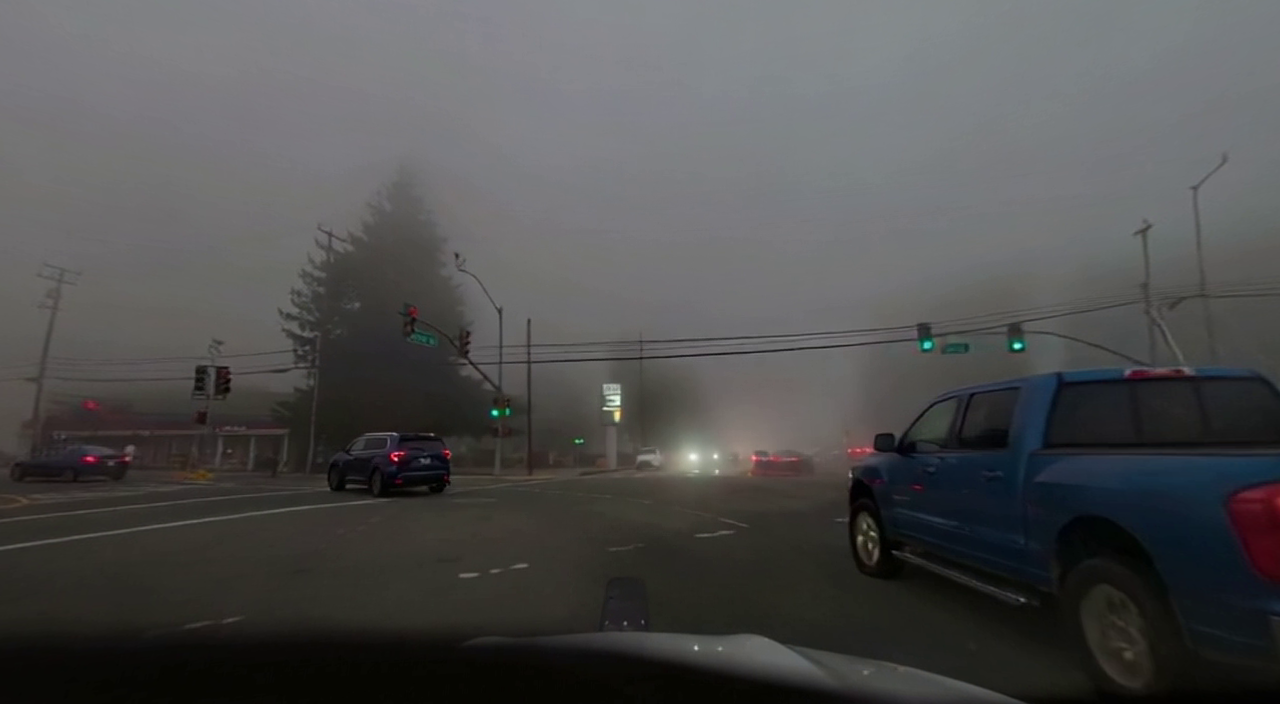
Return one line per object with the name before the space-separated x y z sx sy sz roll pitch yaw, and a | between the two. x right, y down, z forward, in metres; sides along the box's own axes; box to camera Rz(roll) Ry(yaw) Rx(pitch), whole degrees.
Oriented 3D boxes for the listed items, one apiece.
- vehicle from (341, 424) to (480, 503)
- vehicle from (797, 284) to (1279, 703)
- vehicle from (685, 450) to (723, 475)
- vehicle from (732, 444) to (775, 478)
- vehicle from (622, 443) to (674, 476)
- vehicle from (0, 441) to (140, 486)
vehicle | -6.460 2.994 17.369 2.141 1.842 4.889 6 -11 -37
vehicle | 3.048 1.029 4.844 2.036 1.818 5.192 0 -8 -4
vehicle | 4.109 6.974 39.963 1.856 1.448 4.455 -2 -9 12
vehicle | 6.378 5.975 34.931 2.089 1.737 4.720 -2 -9 13
vehicle | 0.578 6.693 39.631 2.303 1.895 5.301 -2 -9 11
vehicle | -23.555 4.573 26.079 4.498 1.725 1.921 -2 -9 12
